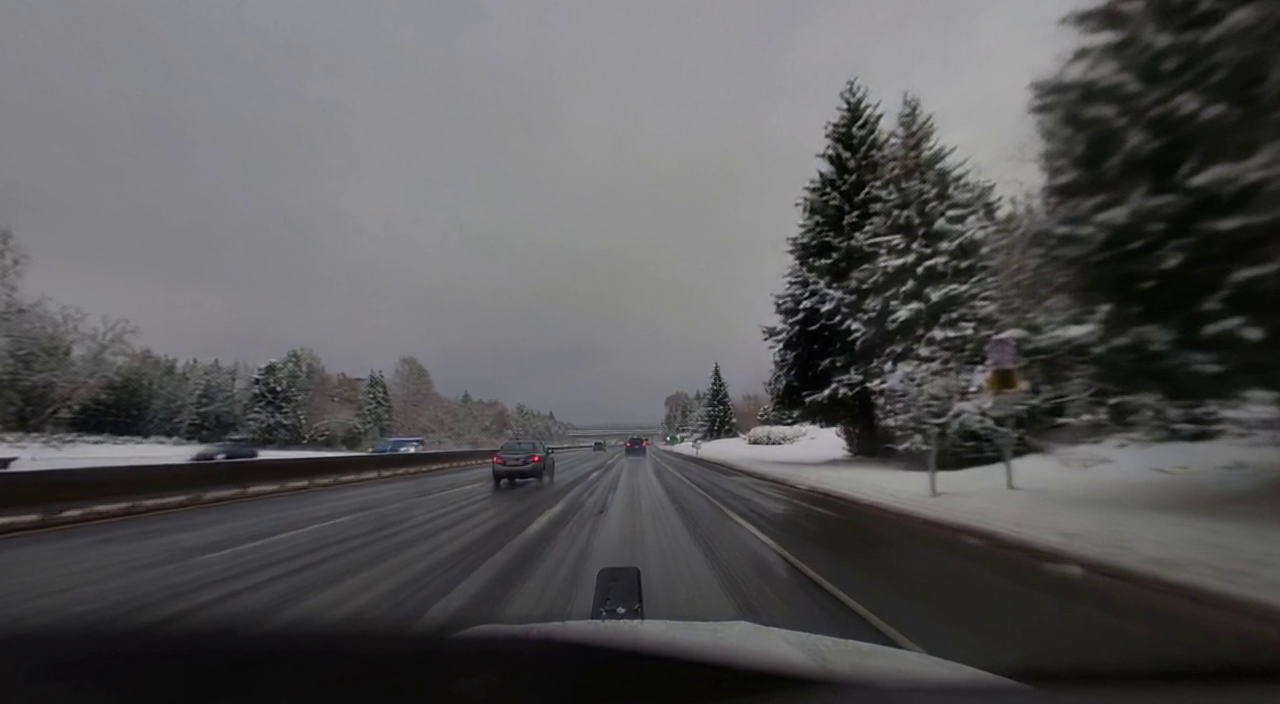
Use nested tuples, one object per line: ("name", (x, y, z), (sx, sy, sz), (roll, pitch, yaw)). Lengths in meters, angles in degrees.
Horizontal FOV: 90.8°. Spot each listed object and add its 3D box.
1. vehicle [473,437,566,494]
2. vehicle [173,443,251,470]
("vehicle", (-3.381, 3.274, 18.594), (1.920, 1.463, 4.134), (0, -8, 0))
("vehicle", (-31.677, 7.716, 46.987), (2.260, 1.908, 4.930), (0, -8, 0))
